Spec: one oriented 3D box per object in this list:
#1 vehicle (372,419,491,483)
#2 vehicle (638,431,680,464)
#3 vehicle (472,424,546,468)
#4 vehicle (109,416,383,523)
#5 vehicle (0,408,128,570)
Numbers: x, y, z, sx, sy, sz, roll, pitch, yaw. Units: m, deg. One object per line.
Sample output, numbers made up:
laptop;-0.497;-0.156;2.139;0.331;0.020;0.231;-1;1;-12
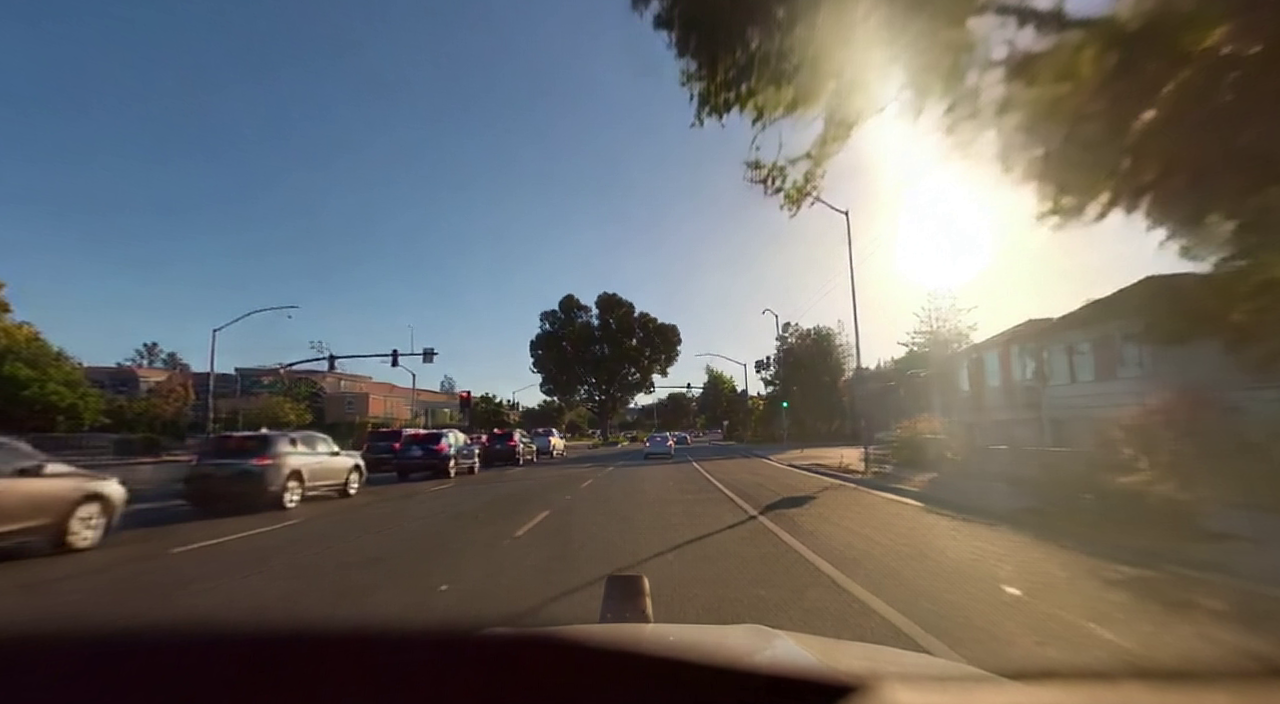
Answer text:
vehicle;-6.546;3.196;20.509;1.951;1.809;4.917;0;-8;3
vehicle;1.074;5.172;34.318;2.197;1.682;3.642;0;-8;3
vehicle;-6.027;4.418;29.722;2.111;1.864;4.932;-1;-8;4
vehicle;-7.017;2.138;12.046;2.121;1.630;4.642;0;-8;2
vehicle;-7.375;1.318;5.920;1.870;1.616;3.765;0;-8;1
